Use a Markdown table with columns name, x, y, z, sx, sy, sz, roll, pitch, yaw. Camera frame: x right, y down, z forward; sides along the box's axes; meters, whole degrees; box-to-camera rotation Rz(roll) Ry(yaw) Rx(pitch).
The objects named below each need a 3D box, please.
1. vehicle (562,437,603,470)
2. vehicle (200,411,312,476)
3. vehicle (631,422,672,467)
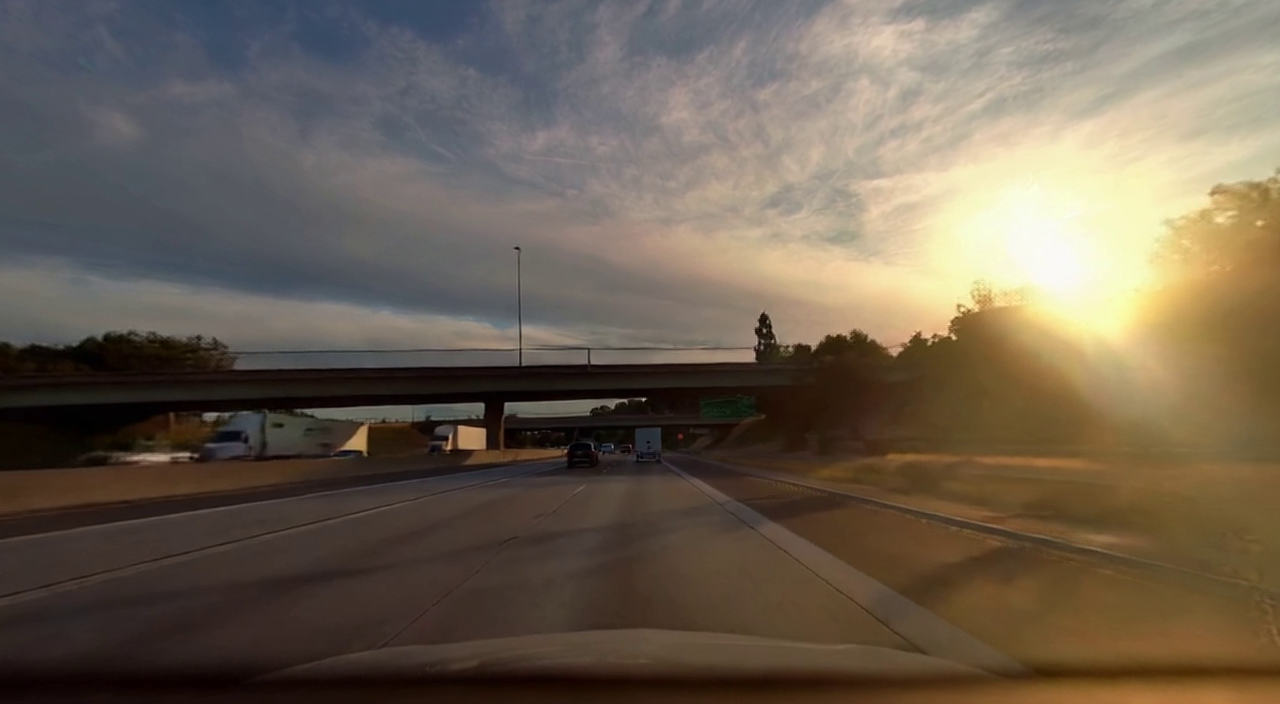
| name | x | y | z | sx | sy | sz | roll | pitch | yaw |
| --- | --- | --- | --- | --- | --- | --- | --- | --- | --- |
| vehicle | -3.834 | 6.914 | 43.117 | 2.233 | 2.093 | 5.565 | 0 | -9 | 0 |
| vehicle | -23.956 | 5.773 | 39.731 | 3.054 | 3.755 | 5.991 | 0 | -9 | 0 |
| vehicle | 0.755 | 7.023 | 47.607 | 2.790 | 3.075 | 7.414 | 0 | -9 | -1 |
